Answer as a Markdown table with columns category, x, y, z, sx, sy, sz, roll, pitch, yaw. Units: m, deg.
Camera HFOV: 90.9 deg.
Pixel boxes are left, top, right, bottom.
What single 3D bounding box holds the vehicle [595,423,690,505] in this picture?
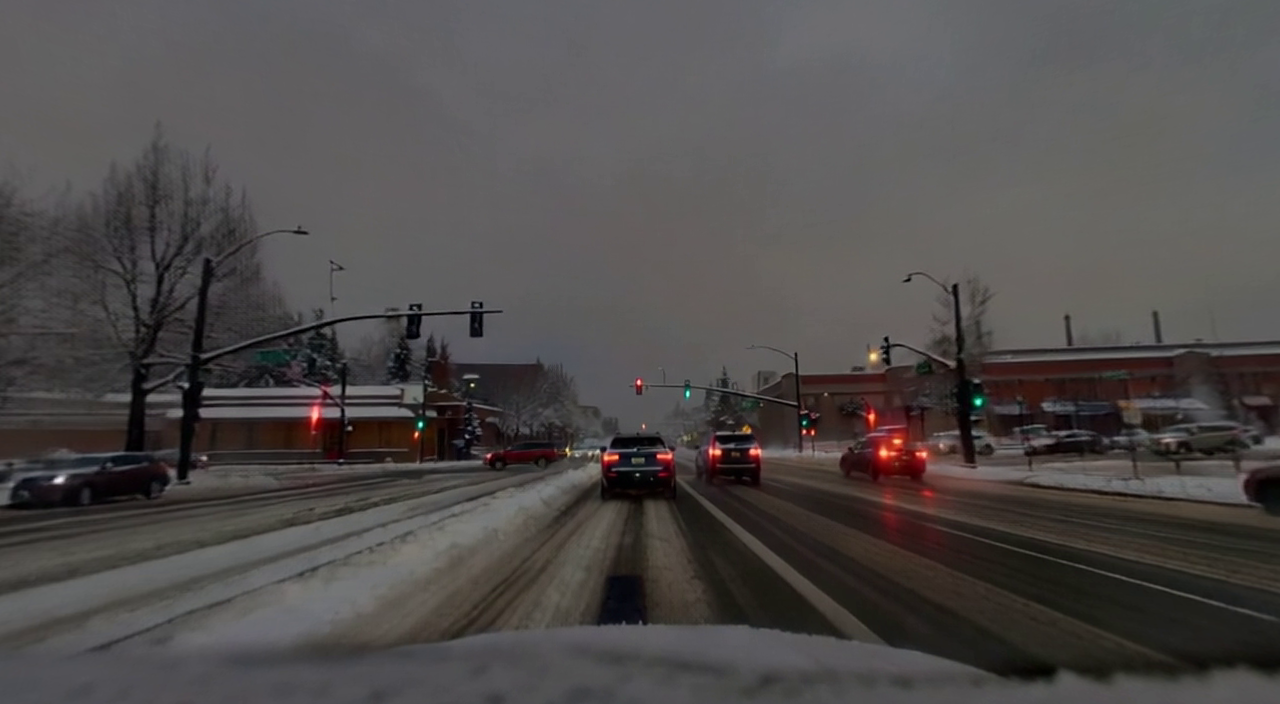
| category | x | y | z | sx | sy | sz | roll | pitch | yaw |
| --- | --- | --- | --- | --- | --- | --- | --- | --- | --- |
| vehicle | 0.030 | 2.890 | 16.729 | 2.157 | 1.863 | 4.665 | 0 | -8 | 0 |

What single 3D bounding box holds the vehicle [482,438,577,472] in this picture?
| category | x | y | z | sx | sy | sz | roll | pitch | yaw |
| --- | --- | --- | --- | --- | --- | --- | --- | --- | --- |
| vehicle | -6.272 | 5.877 | 36.130 | 4.827 | 1.856 | 2.291 | -2 | -8 | 13 |

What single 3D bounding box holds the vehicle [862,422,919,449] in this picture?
| category | x | y | z | sx | sy | sz | roll | pitch | yaw |
| --- | --- | --- | --- | --- | --- | --- | --- | --- | --- |
| vehicle | 18.792 | 6.316 | 47.597 | 2.123 | 1.884 | 5.170 | 0 | -8 | 0 |

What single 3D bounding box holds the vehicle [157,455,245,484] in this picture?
| category | x | y | z | sx | sy | sz | roll | pitch | yaw |
| --- | --- | --- | --- | --- | --- | --- | --- | --- | --- |
| vehicle | -27.138 | 7.264 | 39.125 | 3.892 | 1.541 | 2.031 | 4 | -8 | -13 |

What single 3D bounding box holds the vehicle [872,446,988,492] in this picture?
| category | x | y | z | sx | sy | sz | roll | pitch | yaw |
| --- | --- | --- | --- | --- | --- | --- | --- | --- | --- |
| vehicle | 10.013 | 4.030 | 22.215 | 1.863 | 1.426 | 4.494 | 0 | -8 | -1 |

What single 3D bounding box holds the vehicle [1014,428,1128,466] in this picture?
| category | x | y | z | sx | sy | sz | roll | pitch | yaw |
| --- | --- | --- | --- | --- | --- | --- | --- | --- | --- |
| vehicle | 19.037 | 4.256 | 28.163 | 1.735 | 1.417 | 4.476 | -3 | -9 | -2 |

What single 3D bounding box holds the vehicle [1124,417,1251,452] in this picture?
| category | x | y | z | sx | sy | sz | roll | pitch | yaw |
| --- | --- | --- | --- | --- | --- | --- | --- | --- | --- |
| vehicle | 25.869 | 3.995 | 30.081 | 1.812 | 1.419 | 4.725 | -3 | -9 | 0 |

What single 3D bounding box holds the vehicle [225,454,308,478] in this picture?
| category | x | y | z | sx | sy | sz | roll | pitch | yaw |
| --- | --- | --- | --- | --- | --- | --- | --- | --- | --- |
| vehicle | -24.921 | 7.636 | 42.225 | 4.317 | 1.503 | 1.919 | 1 | -8 | -7 |

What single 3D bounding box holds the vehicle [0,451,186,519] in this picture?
| category | x | y | z | sx | sy | sz | roll | pitch | yaw |
| --- | --- | --- | --- | --- | --- | --- | --- | --- | --- |
| vehicle | -15.927 | 3.693 | 18.164 | 2.096 | 1.416 | 4.885 | 1 | -6 | 0 |

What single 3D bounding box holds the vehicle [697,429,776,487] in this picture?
| category | x | y | z | sx | sy | sz | roll | pitch | yaw |
| --- | --- | --- | --- | --- | --- | --- | --- | --- | --- |
| vehicle | 3.498 | 3.972 | 23.960 | 2.115 | 1.932 | 5.189 | 0 | -8 | -1 |

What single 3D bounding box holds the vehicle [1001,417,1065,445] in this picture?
| category | x | y | z | sx | sy | sz | roll | pitch | yaw |
| --- | --- | --- | --- | --- | --- | --- | --- | --- | --- |
| vehicle | 29.554 | 5.910 | 47.588 | 1.913 | 1.651 | 4.727 | 3 | -3 | 2 |

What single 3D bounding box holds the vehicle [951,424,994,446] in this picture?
| category | x | y | z | sx | sy | sz | roll | pitch | yaw |
| --- | --- | --- | --- | --- | --- | --- | --- | --- | --- |
| vehicle | 24.672 | 6.151 | 46.885 | 1.422 | 1.496 | 3.318 | 1 | -6 | 1 |
